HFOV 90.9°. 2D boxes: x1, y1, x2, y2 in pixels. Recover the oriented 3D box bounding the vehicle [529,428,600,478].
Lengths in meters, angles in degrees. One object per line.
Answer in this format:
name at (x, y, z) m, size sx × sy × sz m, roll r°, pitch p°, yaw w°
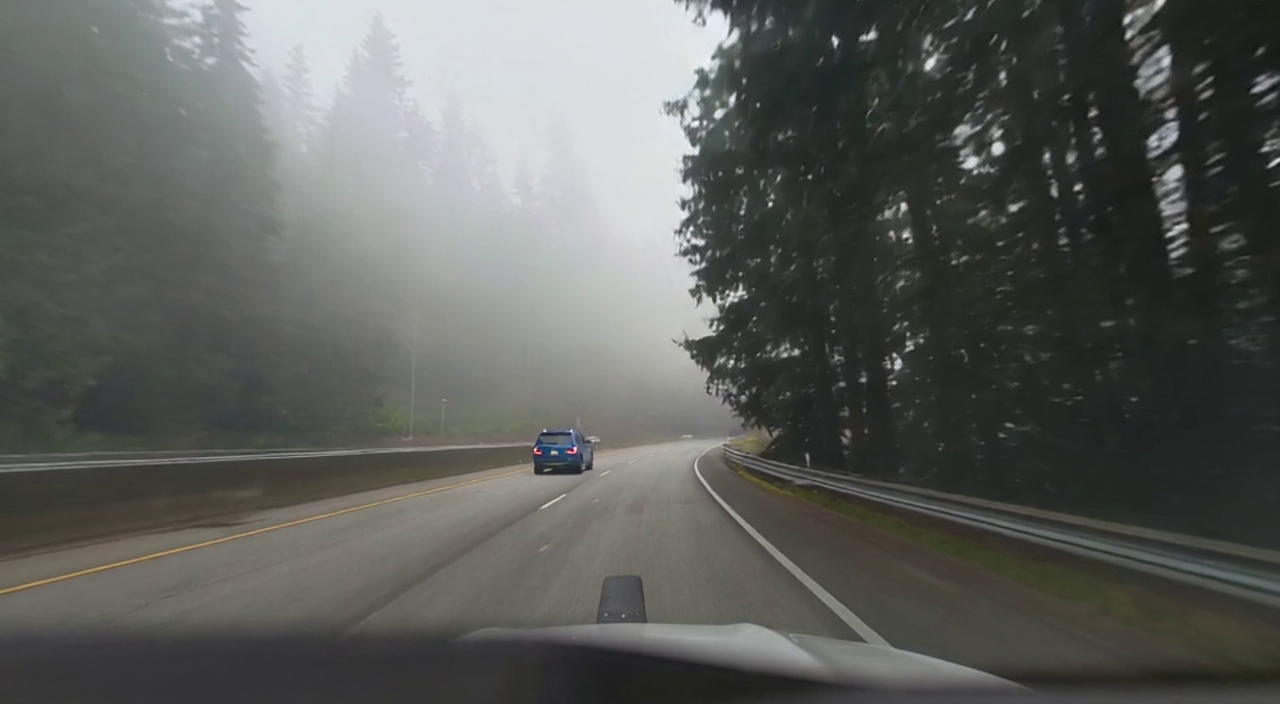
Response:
vehicle at (-2.848, 3.936, 24.897) m, size 2.005 × 1.752 × 4.479 m, roll -1°, pitch -8°, yaw 4°
